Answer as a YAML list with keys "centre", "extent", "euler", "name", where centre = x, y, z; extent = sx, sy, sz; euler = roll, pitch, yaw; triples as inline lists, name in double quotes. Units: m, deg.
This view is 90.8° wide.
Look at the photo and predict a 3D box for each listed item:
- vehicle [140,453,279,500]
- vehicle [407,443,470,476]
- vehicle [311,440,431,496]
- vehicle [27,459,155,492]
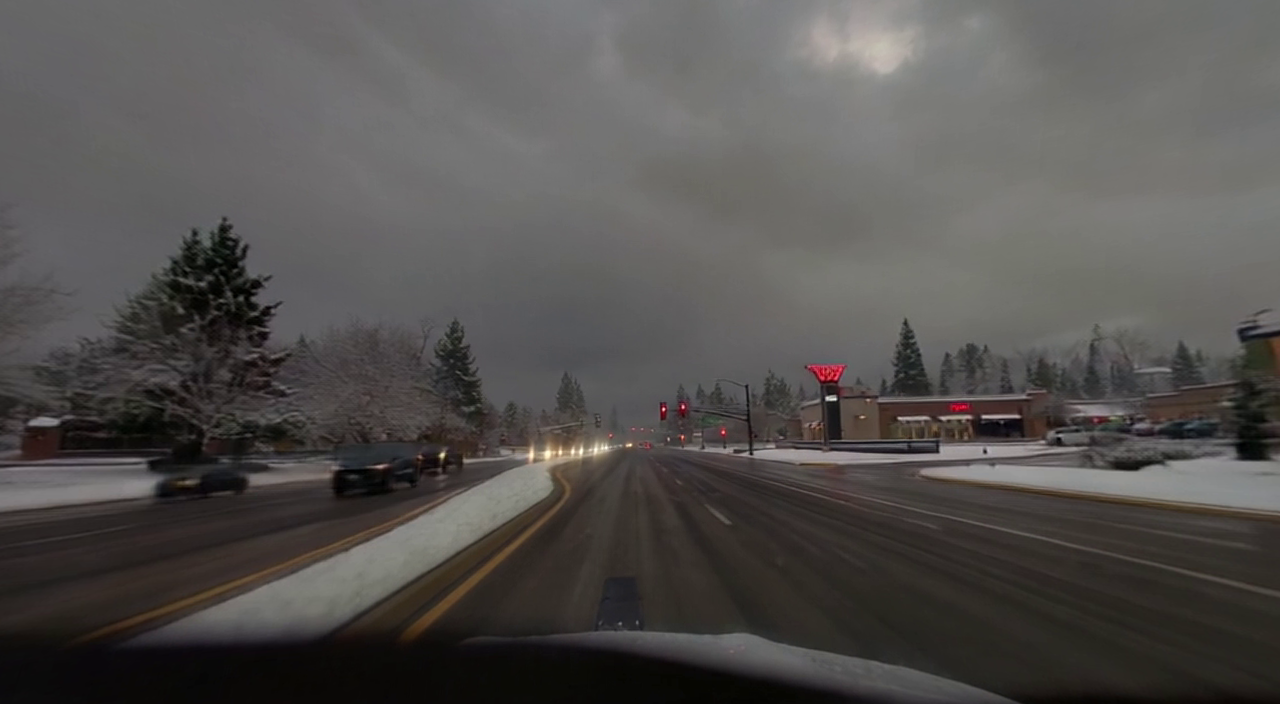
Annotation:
- centre: [-15.200, 4.390, 22.677]
  extent: [1.844, 1.472, 4.429]
  euler: [0, -9, 0]
  name: "vehicle"
- centre: [-11.746, 6.287, 37.239]
  extent: [2.066, 1.798, 4.838]
  euler: [0, -9, 0]
  name: "vehicle"
- centre: [-8.818, 3.831, 21.219]
  extent: [2.043, 1.651, 4.441]
  euler: [0, -9, 0]
  name: "vehicle"
- centre: [-28.009, 6.296, 32.434]
  extent: [4.496, 1.428, 1.979]
  euler: [3, -11, -26]
  name: "vehicle"
